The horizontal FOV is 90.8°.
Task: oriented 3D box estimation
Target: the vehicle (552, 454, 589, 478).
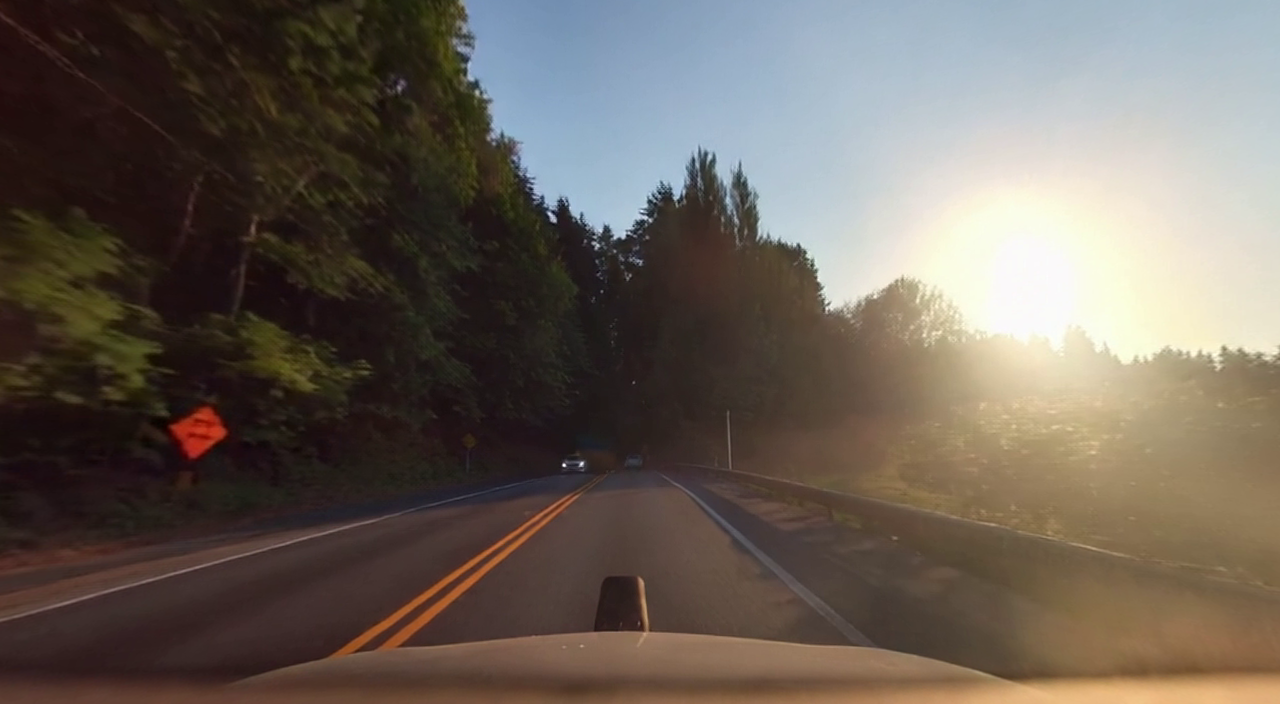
[{"bbox_3d":[-4.858,8.013,44.758,2.080,1.512,4.450,-1,-8,0],"label":"vehicle"}]
